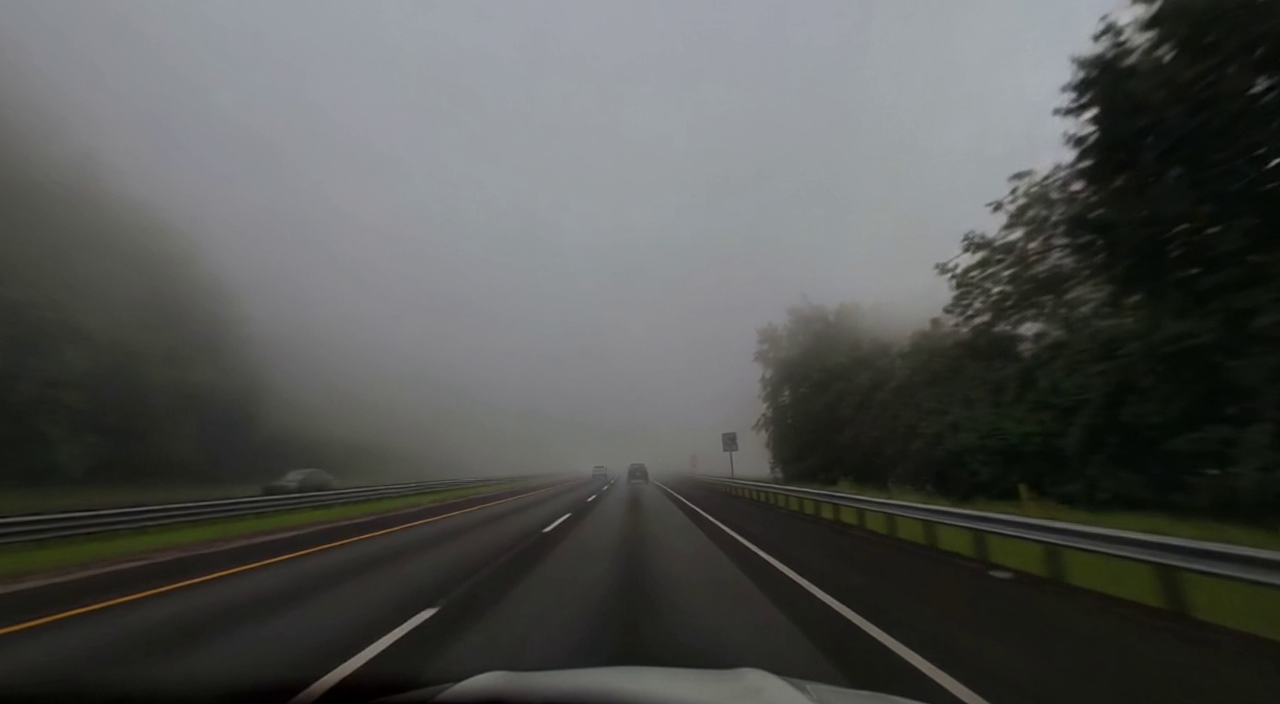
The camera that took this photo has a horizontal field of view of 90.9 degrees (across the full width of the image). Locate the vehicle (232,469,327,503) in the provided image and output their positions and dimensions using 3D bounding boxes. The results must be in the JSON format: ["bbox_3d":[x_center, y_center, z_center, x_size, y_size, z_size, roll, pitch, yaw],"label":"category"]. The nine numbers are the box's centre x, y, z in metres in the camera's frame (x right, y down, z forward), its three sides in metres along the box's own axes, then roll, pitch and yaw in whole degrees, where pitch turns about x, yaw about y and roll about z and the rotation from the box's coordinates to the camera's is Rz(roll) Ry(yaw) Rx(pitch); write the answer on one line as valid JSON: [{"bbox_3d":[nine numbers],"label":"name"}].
[{"bbox_3d":[-17.137,6.364,30.226,1.839,1.459,4.457,1,-11,1],"label":"vehicle"}]
